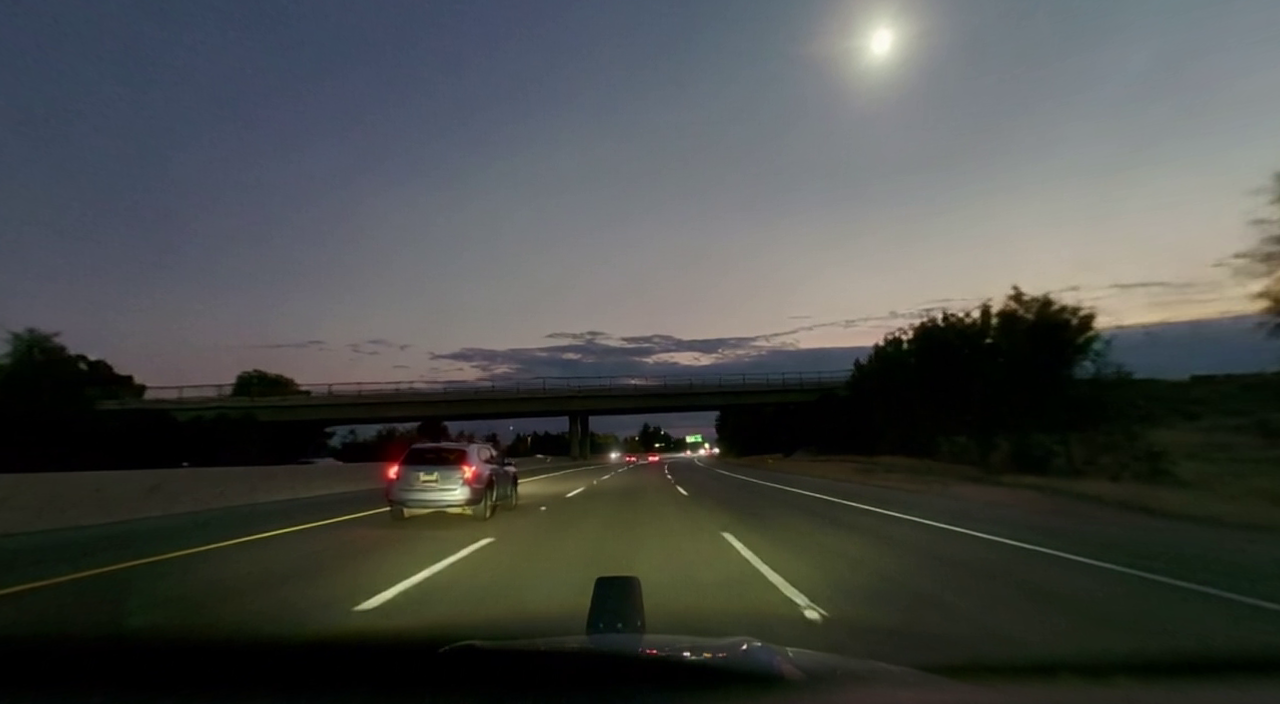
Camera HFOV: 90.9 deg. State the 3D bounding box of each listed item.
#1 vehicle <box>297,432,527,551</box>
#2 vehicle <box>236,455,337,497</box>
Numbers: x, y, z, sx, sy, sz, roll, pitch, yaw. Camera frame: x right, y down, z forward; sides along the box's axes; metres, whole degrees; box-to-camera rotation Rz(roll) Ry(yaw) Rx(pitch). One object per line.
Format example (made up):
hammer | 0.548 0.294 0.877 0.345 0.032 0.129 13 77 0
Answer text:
vehicle | -3.605 2.328 11.233 2.274 1.628 4.807 0 -9 0
vehicle | -16.219 5.682 29.280 1.969 1.759 4.607 0 -9 0
